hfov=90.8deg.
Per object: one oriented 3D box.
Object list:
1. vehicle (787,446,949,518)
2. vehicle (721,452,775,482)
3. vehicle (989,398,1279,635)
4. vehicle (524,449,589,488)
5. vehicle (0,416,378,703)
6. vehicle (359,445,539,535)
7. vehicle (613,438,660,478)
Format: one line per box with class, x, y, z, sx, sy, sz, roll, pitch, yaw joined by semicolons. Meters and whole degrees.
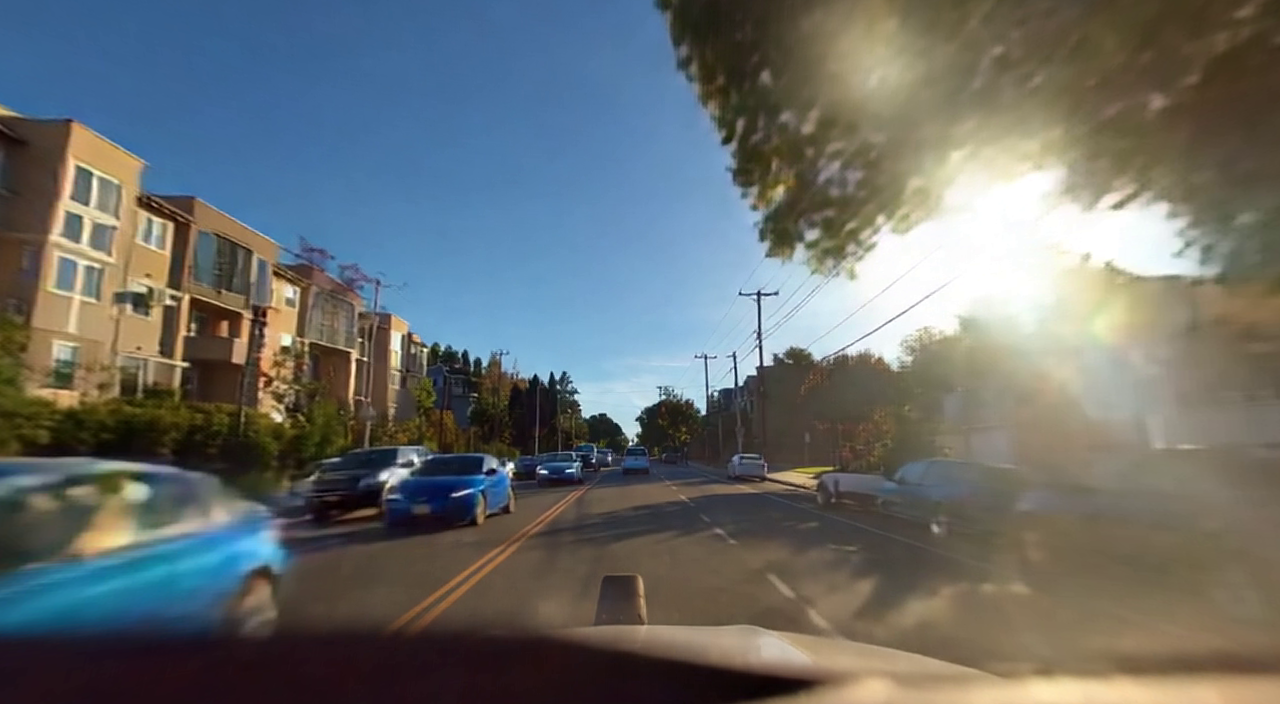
vehicle;6.154;3.569;18.117;2.350;1.706;5.901;0;-9;-1
vehicle;5.858;6.290;34.765;1.943;1.490;4.783;0;-9;-2
vehicle;6.204;1.533;6.463;2.211;1.884;5.031;0;-9;-2
vehicle;-3.407;4.859;26.679;2.057;1.476;4.593;0;-9;0
vehicle;-3.252;1.124;3.164;1.972;1.498;4.304;0;-9;1
vehicle;-3.629;2.689;13.047;2.013;1.497;4.456;-1;-9;4
vehicle;-0.126;5.521;33.037;2.308;1.940;4.125;-1;-9;1
